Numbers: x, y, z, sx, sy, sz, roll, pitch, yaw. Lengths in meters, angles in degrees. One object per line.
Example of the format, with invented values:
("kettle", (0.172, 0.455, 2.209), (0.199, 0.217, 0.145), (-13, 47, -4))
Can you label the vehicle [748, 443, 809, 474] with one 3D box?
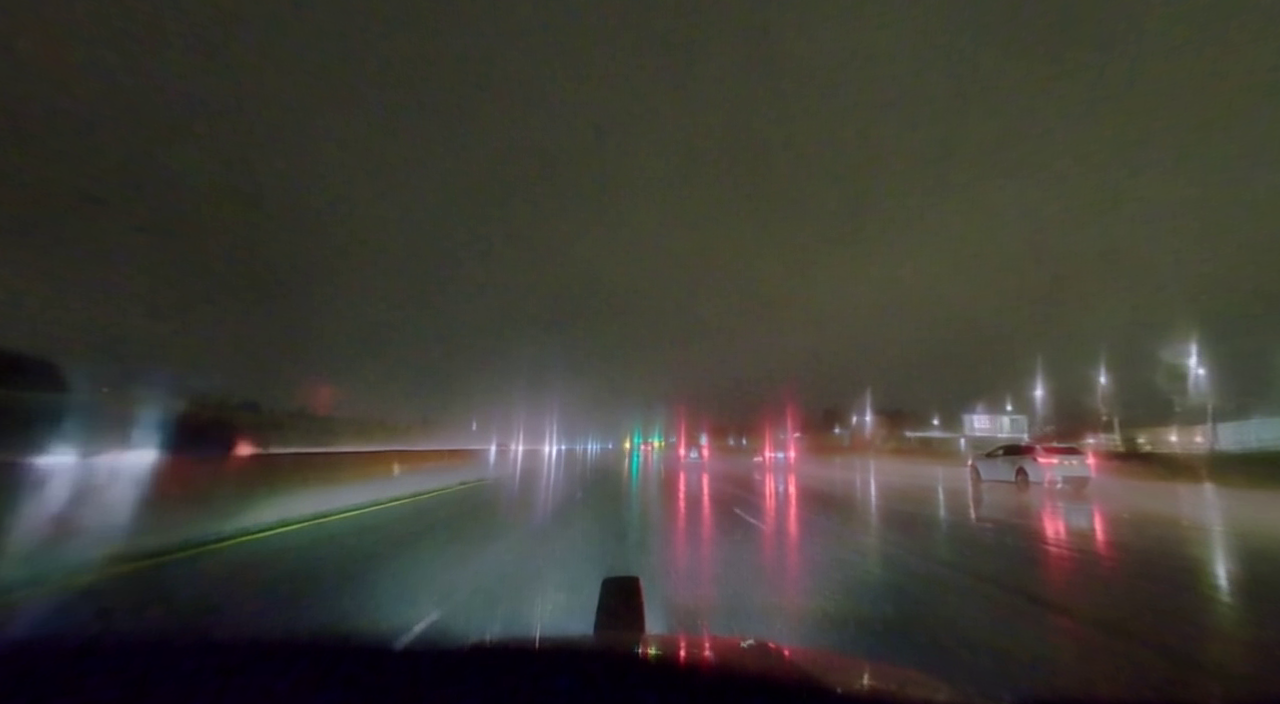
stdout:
("vehicle", (6.862, 5.306, 31.766), (1.952, 1.442, 4.259), (1, -9, -2))

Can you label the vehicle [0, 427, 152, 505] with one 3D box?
("vehicle", (-10.503, 1.830, 10.391), (1.866, 1.163, 3.756), (0, -8, 2))

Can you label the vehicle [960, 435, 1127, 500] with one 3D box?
("vehicle", (10.919, 3.139, 17.523), (1.844, 1.560, 4.085), (0, -8, -1))

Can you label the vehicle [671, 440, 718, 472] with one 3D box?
("vehicle", (2.841, 5.517, 33.737), (1.977, 1.601, 4.598), (1, -9, -2))
